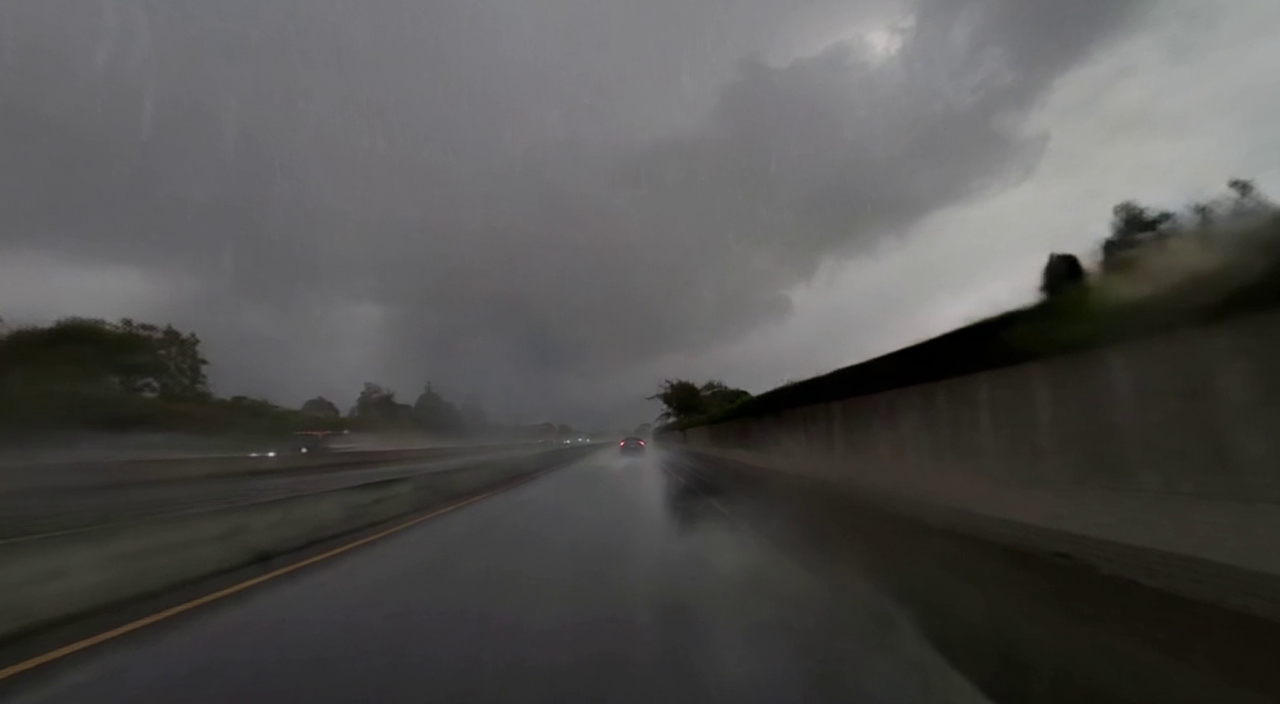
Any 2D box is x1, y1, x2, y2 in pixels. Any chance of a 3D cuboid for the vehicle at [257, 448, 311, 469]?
[{"bbox_3d":[-26.585,7.938,47.113,1.812,1.467,4.539,0,-8,-6],"label":"vehicle"}]
